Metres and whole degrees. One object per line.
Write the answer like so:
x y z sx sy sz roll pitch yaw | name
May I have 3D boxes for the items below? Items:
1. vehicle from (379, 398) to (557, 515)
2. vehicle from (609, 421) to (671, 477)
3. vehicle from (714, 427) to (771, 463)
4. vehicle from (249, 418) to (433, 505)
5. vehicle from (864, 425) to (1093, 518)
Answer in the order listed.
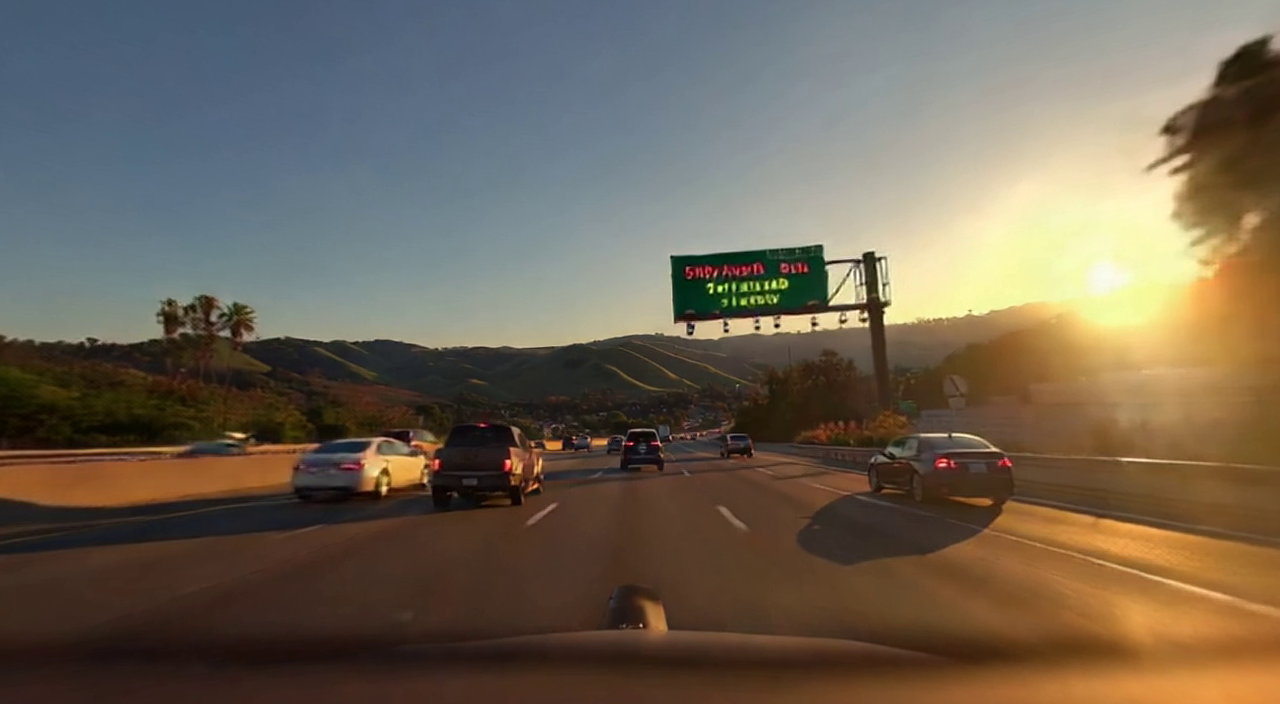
-3.359 2.234 13.846 2.316 1.999 5.765 0 -8 -1 | vehicle
0.023 3.494 22.827 2.052 1.808 3.898 0 -8 1 | vehicle
5.334 4.935 33.402 2.067 1.775 4.372 0 -8 -3 | vehicle
-6.766 2.541 15.006 2.052 1.720 4.538 0 -8 1 | vehicle
6.195 2.227 12.285 1.998 1.456 4.338 0 -8 -1 | vehicle
